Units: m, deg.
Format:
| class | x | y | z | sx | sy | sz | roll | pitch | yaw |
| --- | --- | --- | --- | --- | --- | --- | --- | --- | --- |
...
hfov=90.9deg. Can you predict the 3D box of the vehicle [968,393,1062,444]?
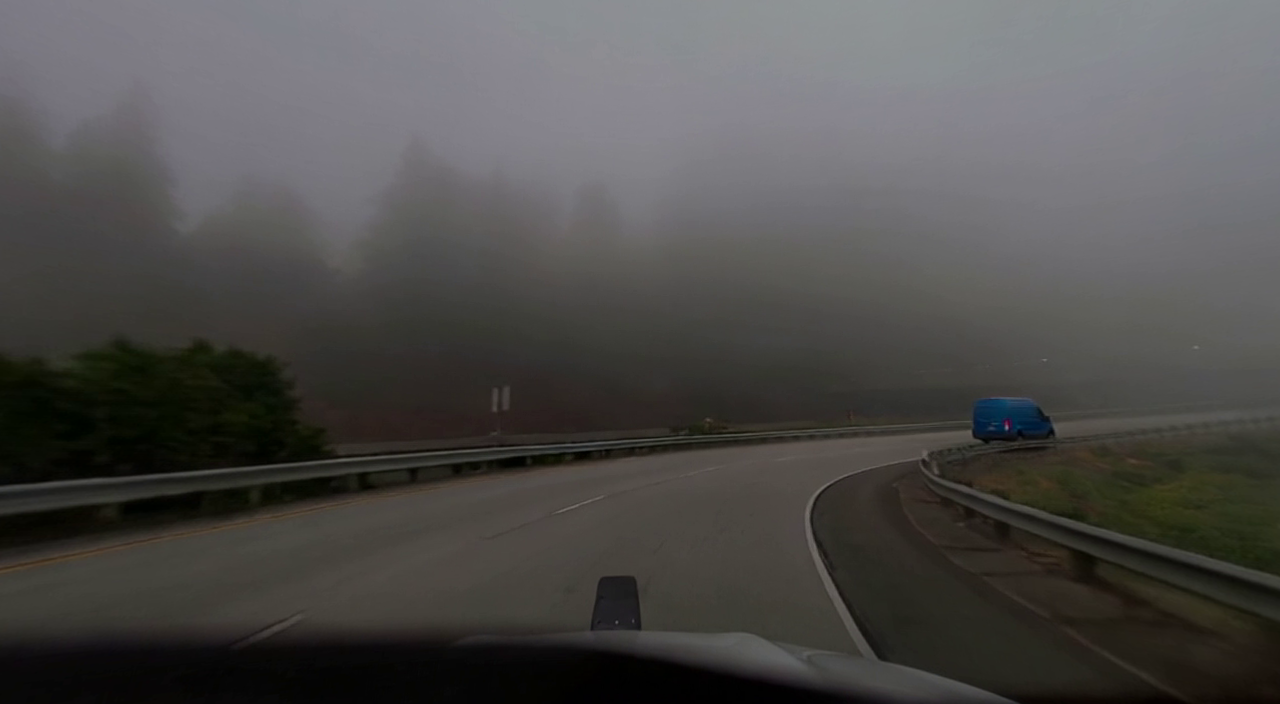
| class | x | y | z | sx | sy | sz | roll | pitch | yaw |
| --- | --- | --- | --- | --- | --- | --- | --- | --- | --- |
| vehicle | 20.580 | 3.698 | 34.524 | 5.330 | 2.577 | 2.352 | 5 | -9 | -35 |
